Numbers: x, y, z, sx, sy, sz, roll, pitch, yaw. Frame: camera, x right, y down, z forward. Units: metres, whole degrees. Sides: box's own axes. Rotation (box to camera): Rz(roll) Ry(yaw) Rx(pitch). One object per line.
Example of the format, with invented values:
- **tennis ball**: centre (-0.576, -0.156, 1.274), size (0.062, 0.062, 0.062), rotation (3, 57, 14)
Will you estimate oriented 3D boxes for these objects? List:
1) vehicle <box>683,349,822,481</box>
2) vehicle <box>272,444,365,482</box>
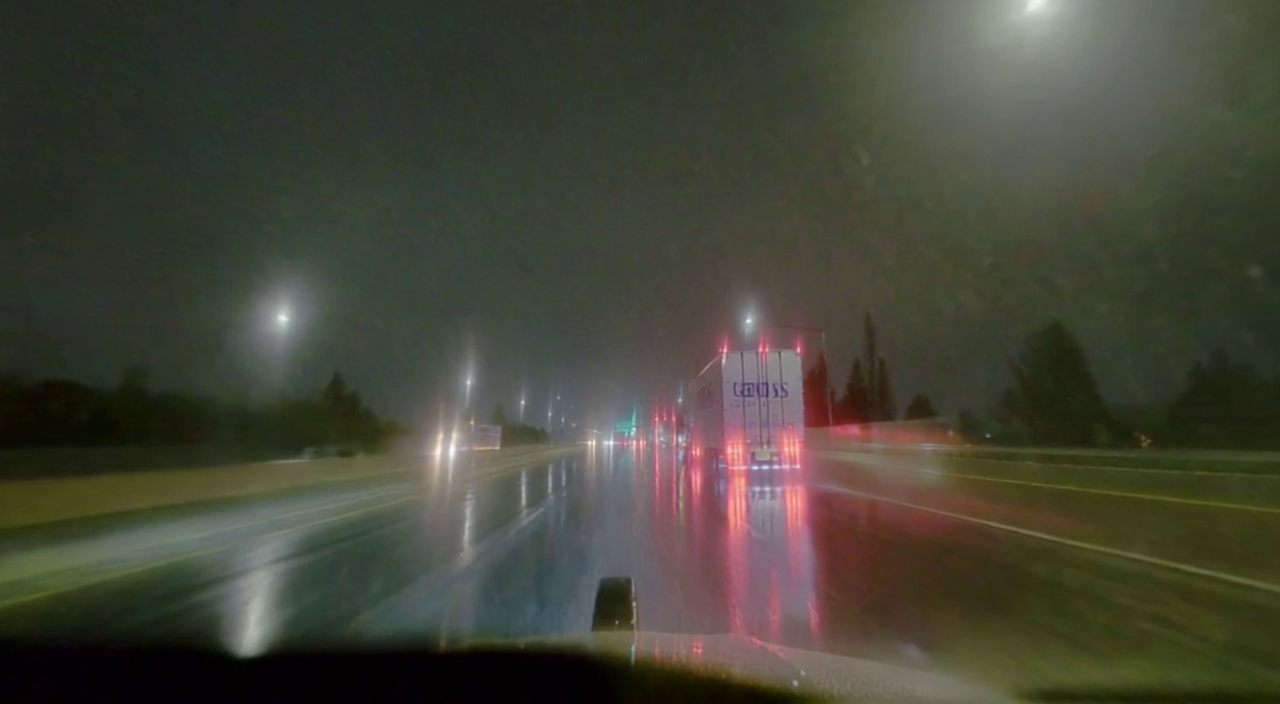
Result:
- **vehicle**: centre (3.951, 2.955, 26.816), size (2.976, 4.064, 14.619), rotation (0, -8, -1)
- **vehicle**: centre (-13.542, 4.674, 26.807), size (1.901, 1.468, 3.912), rotation (0, -8, 0)
